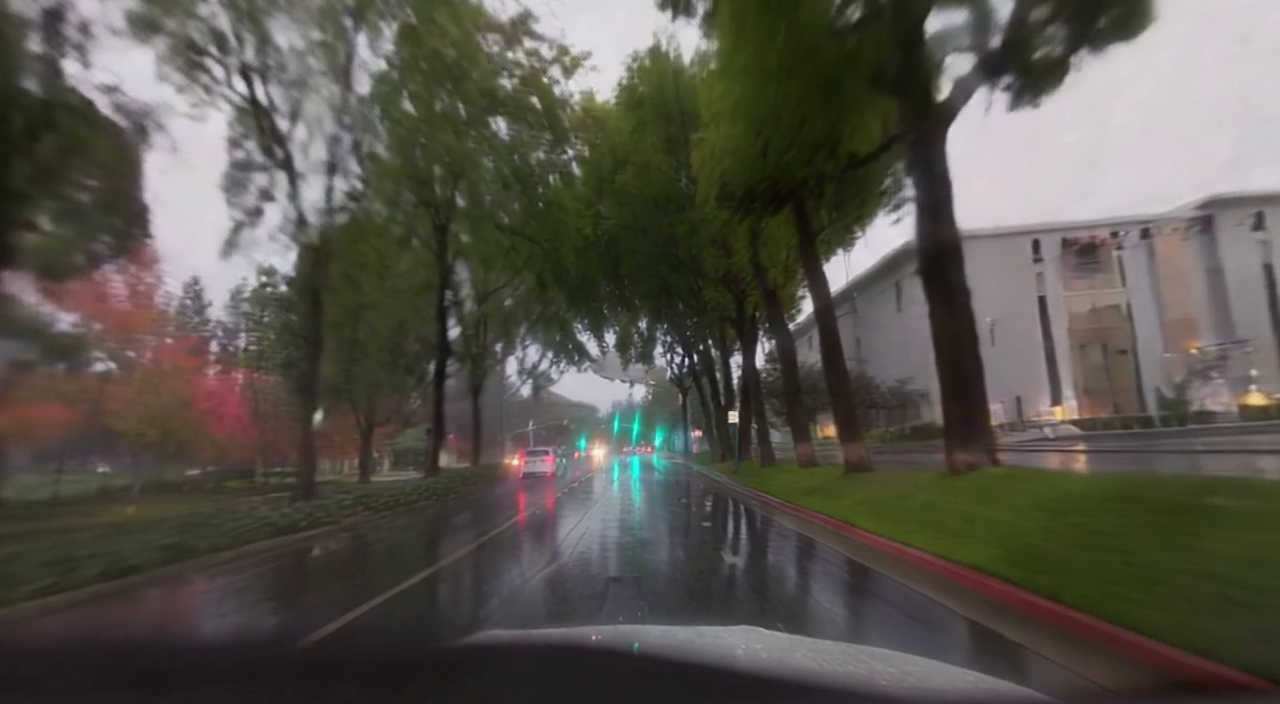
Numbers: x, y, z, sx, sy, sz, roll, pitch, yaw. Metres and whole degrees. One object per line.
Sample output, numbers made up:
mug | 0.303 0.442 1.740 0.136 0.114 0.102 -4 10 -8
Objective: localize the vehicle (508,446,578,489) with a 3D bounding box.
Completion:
vehicle | -3.586 4.324 24.039 1.932 1.431 4.144 -1 -8 1
